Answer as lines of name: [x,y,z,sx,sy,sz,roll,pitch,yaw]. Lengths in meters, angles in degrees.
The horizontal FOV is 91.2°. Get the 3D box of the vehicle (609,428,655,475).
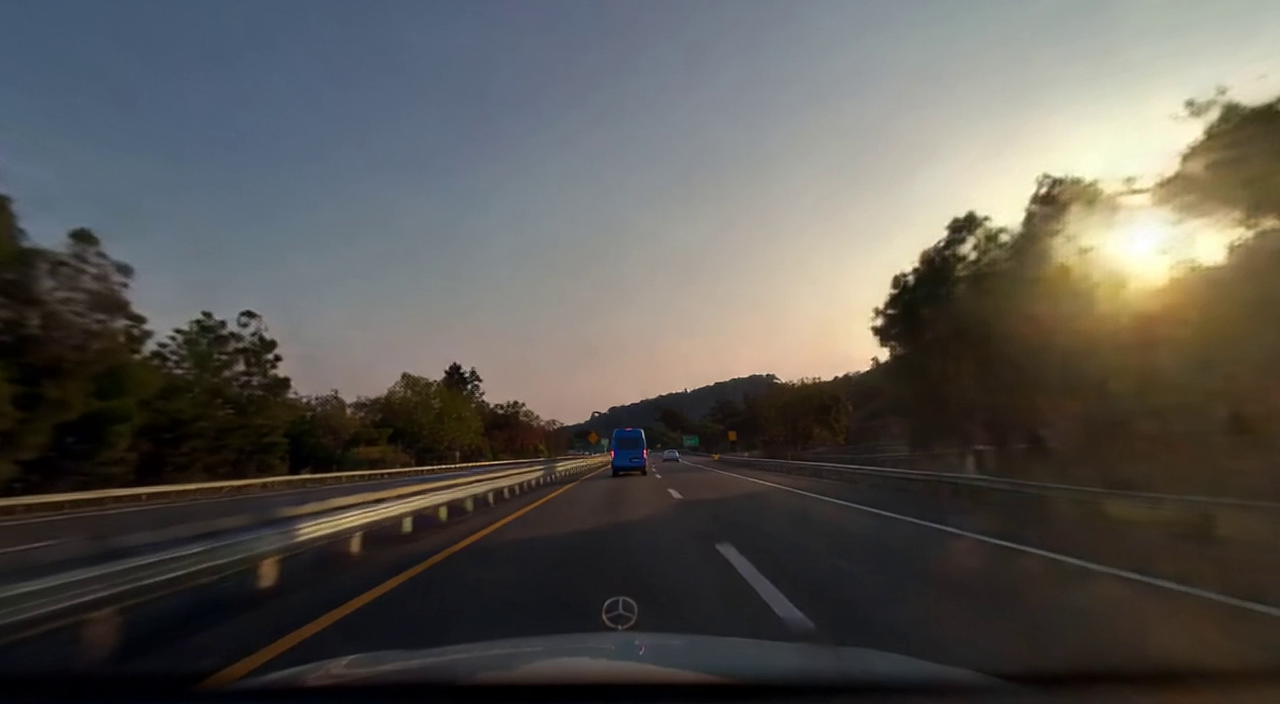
vehicle: [-0.496,5.968,37.739,2.560,2.598,5.581,0,-9,-1]
